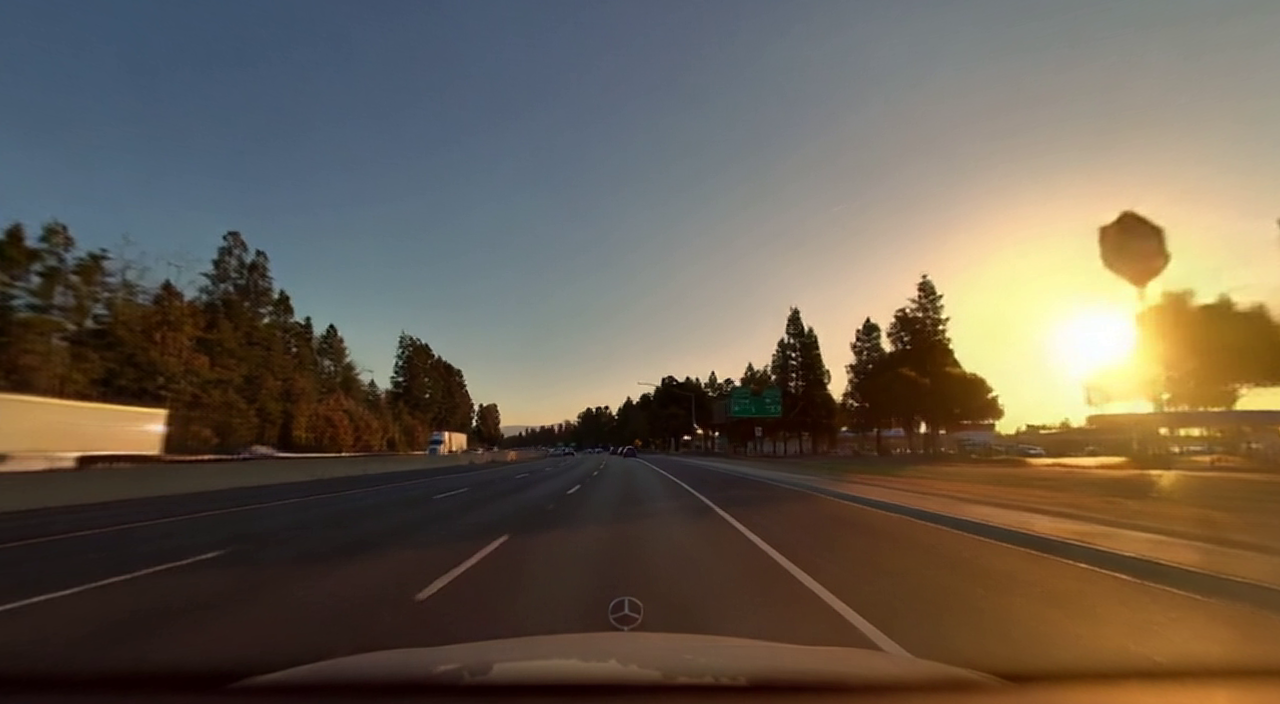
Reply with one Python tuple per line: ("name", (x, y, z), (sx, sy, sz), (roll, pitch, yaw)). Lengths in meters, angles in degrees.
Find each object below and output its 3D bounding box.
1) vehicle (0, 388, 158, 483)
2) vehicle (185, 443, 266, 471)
("vehicle", (-29.928, 3.912, 29.455), (2.902, 4.207, 15.681), (1, -8, -2))
("vehicle", (-26.820, 6.794, 41.039), (1.933, 1.714, 5.121), (0, -8, -2))
